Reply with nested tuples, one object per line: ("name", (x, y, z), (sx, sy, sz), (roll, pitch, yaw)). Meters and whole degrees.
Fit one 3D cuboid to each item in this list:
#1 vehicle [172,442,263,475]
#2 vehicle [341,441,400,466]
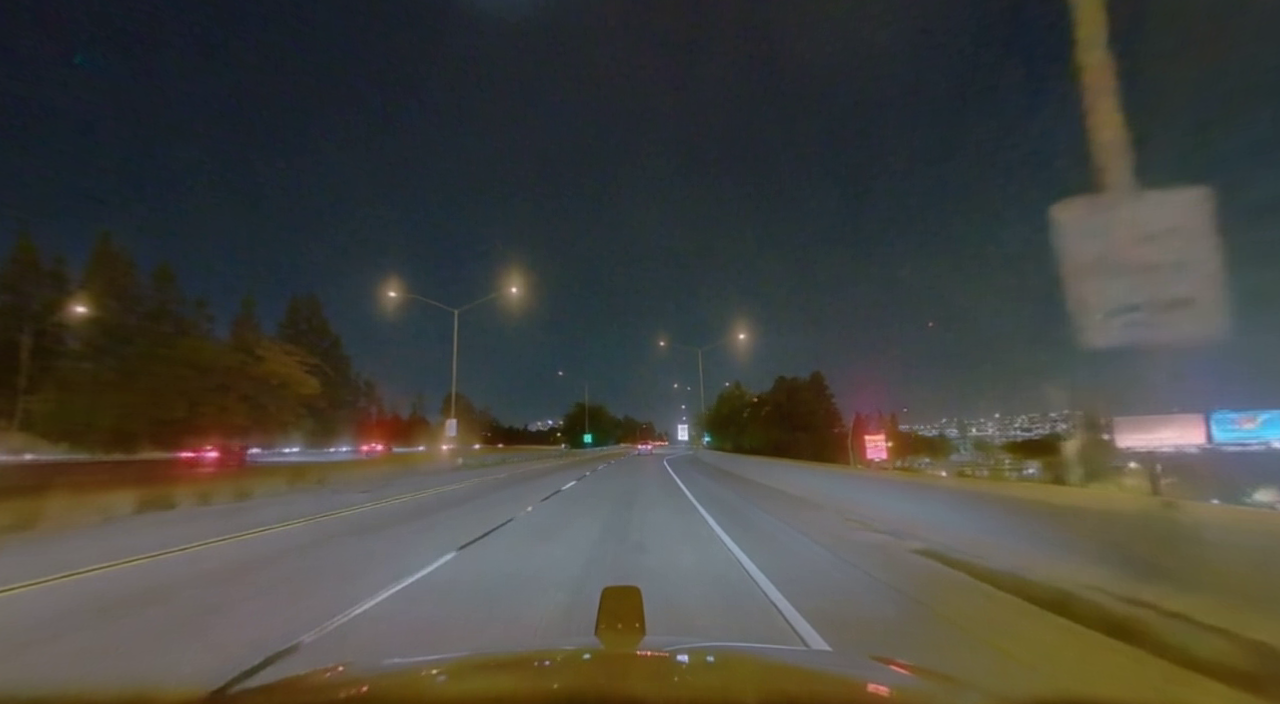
("vehicle", (-21.162, 5.303, 31.876), (1.829, 1.520, 4.505), (0, -8, -6))
("vehicle", (-17.375, 6.557, 40.934), (2.271, 1.537, 4.029), (0, -8, -4))
